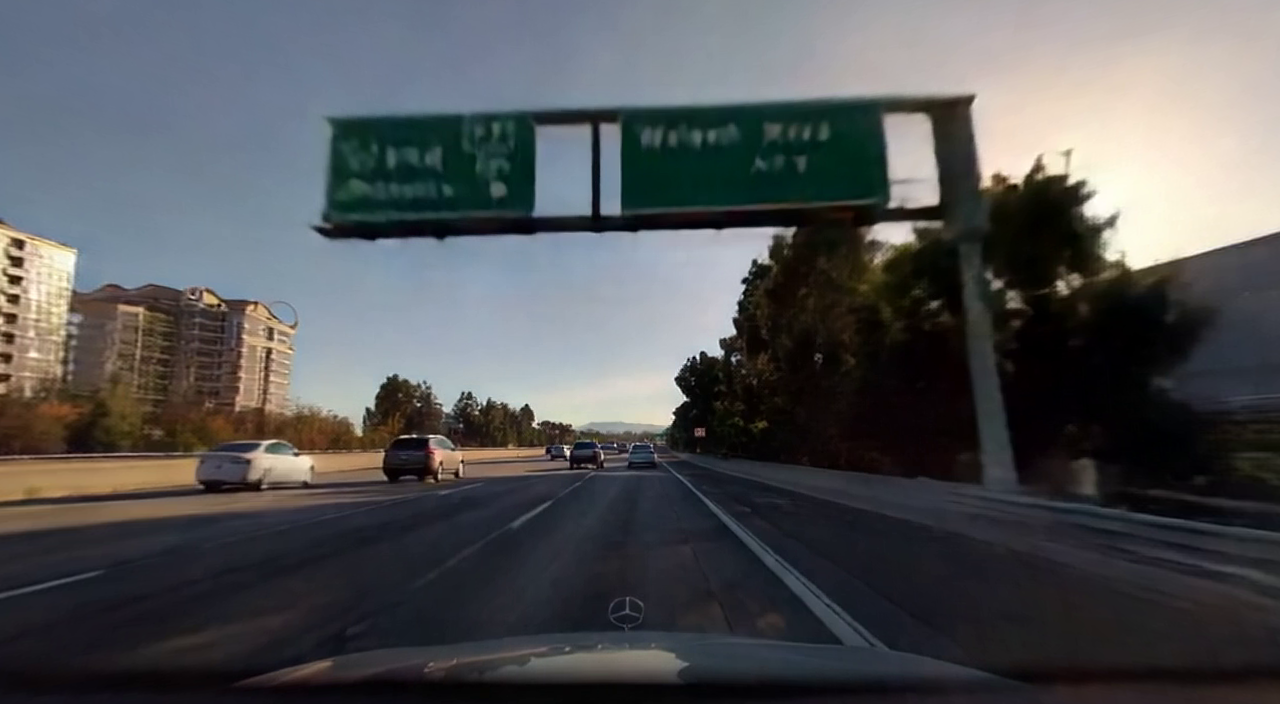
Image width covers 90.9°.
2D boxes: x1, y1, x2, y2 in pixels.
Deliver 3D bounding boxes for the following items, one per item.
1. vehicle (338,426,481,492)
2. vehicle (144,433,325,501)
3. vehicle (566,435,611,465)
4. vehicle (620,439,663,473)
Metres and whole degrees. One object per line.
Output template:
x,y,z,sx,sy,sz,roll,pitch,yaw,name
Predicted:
-7.506,3.571,21.490,2.521,1.901,5.988,0,-8,1,vehicle
-11.591,3.296,18.555,2.187,1.726,4.634,0,-8,1,vehicle
-3.727,7.235,46.819,2.751,2.050,5.761,0,-8,1,vehicle
0.076,5.553,34.044,2.135,1.697,4.757,0,-8,0,vehicle
